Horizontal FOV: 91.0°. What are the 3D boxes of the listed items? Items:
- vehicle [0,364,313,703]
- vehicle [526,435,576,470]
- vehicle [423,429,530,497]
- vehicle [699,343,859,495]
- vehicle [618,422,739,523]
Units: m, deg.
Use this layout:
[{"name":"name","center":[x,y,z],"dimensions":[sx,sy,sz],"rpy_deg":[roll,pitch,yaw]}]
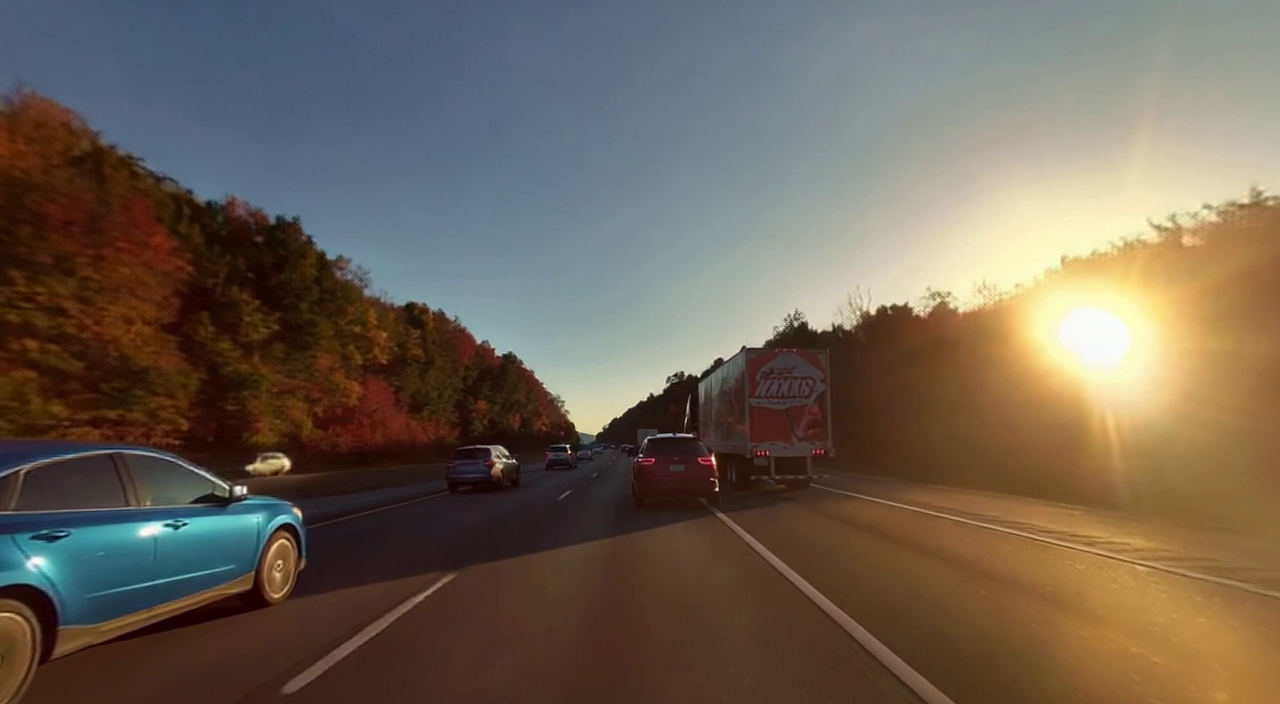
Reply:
[{"name":"vehicle","center":[-4.092,0.988,3.659],"dimensions":[1.983,1.666,4.452],"rpy_deg":[0,-8,0]},{"name":"vehicle","center":[-4.629,5.305,33.421],"dimensions":[2.014,1.683,4.275],"rpy_deg":[0,-8,0]},{"name":"vehicle","center":[-4.315,2.983,17.254],"dimensions":[1.905,1.642,3.803],"rpy_deg":[0,-8,0]},{"name":"vehicle","center":[4.407,2.798,24.112],"dimensions":[2.828,4.081,14.220],"rpy_deg":[0,-8,0]},{"name":"vehicle","center":[0.595,2.264,12.338],"dimensions":[2.017,1.662,3.543],"rpy_deg":[0,-8,-1]}]
